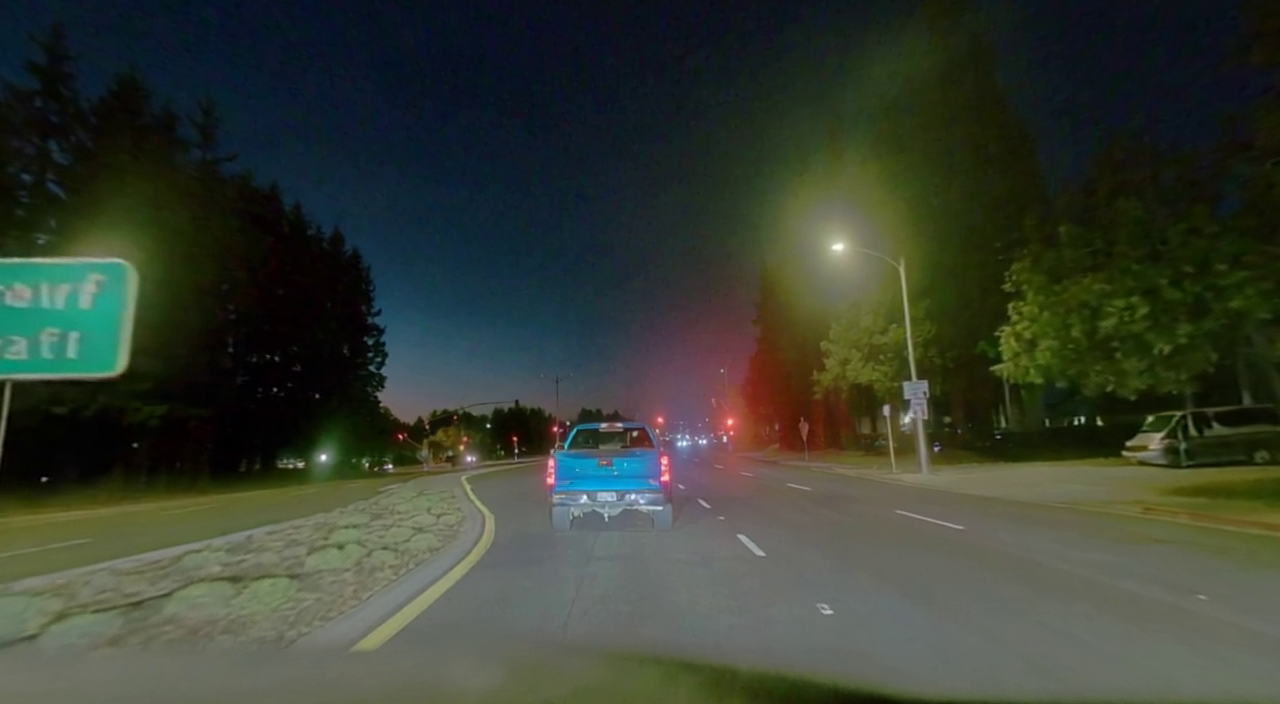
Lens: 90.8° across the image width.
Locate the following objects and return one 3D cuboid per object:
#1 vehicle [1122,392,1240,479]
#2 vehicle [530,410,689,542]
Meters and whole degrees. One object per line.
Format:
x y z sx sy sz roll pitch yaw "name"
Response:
16.541 2.569 19.389 1.862 2.438 1.649 -1 -10 -14 "vehicle"
-0.468 2.033 11.019 2.145 1.762 4.731 0 -8 -1 "vehicle"
